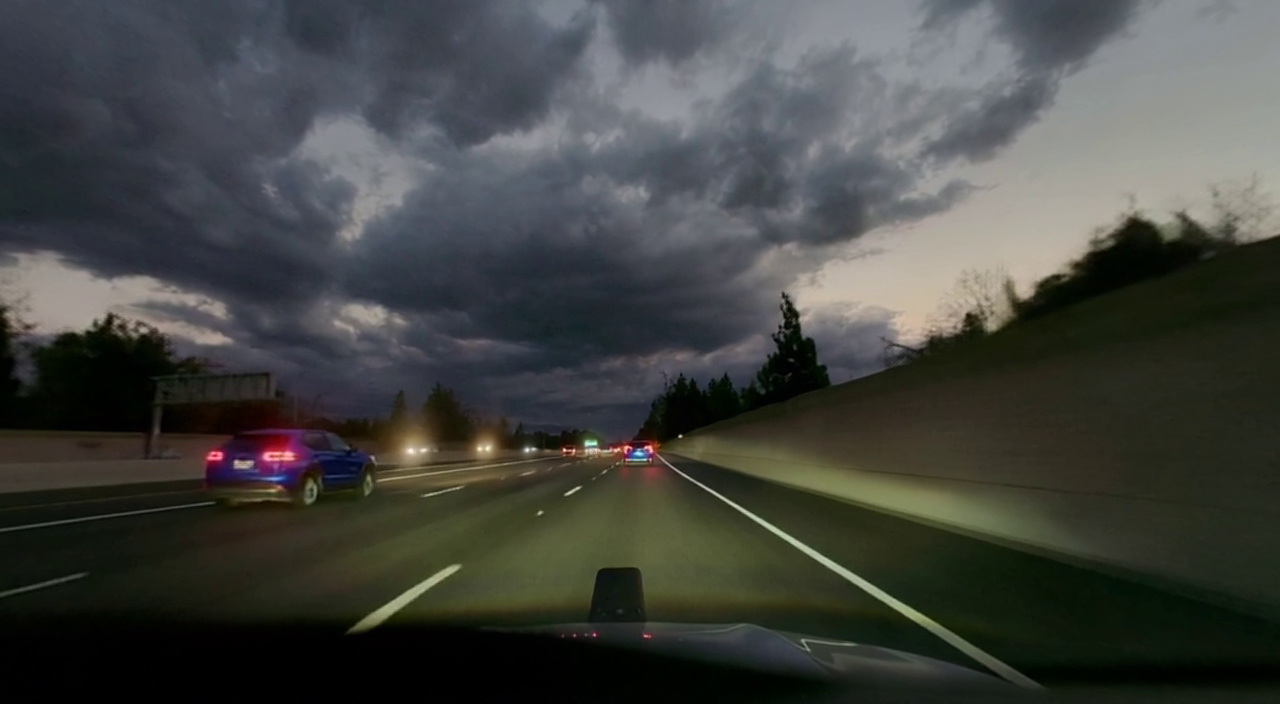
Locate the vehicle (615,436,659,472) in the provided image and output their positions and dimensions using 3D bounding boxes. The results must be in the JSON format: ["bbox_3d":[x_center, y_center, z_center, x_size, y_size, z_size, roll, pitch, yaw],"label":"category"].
[{"bbox_3d":[-0.114,5.253,32.629,2.141,1.706,4.065,0,-9,1],"label":"vehicle"}]

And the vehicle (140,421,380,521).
[{"bbox_3d":[-7.536,2.393,13.194,2.166,1.705,4.433,0,-9,1],"label":"vehicle"}]
